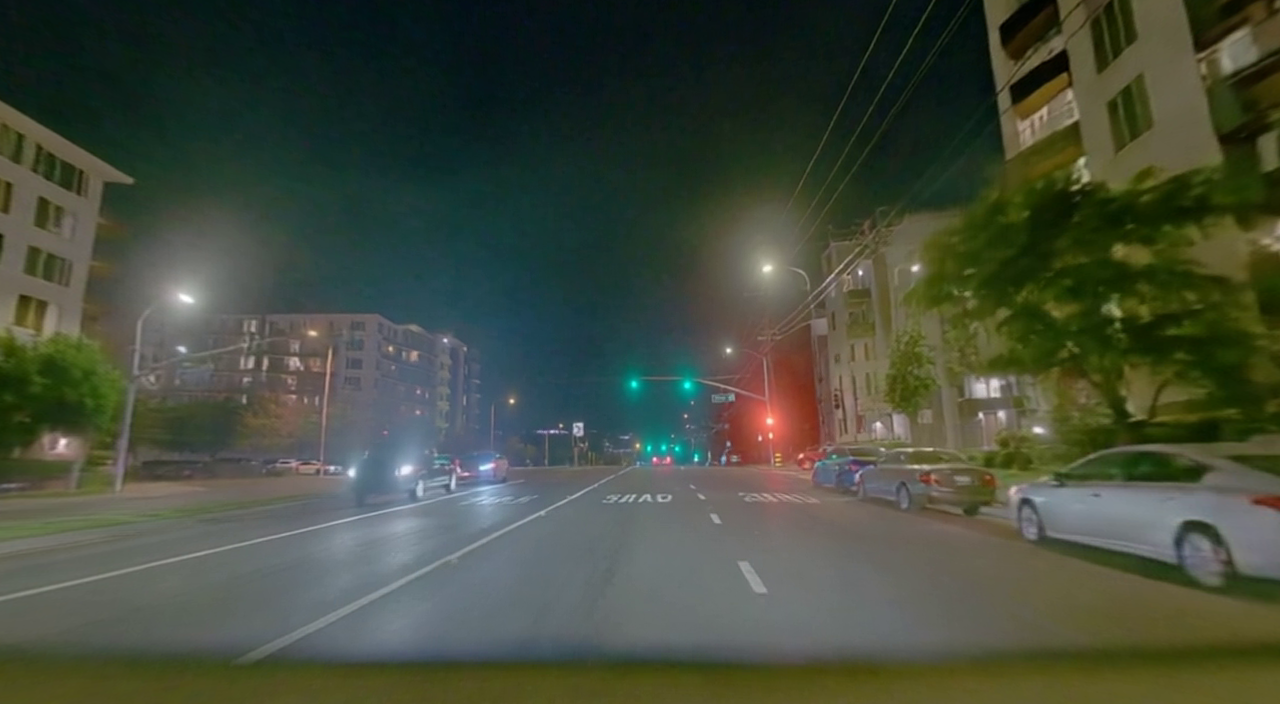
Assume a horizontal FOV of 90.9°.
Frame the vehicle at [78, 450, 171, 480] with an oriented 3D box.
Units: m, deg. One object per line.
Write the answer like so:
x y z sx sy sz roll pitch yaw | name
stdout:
-31.121 6.850 38.136 4.296 1.502 1.823 -5 -11 8 | vehicle

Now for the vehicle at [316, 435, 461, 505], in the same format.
-7.194 3.399 18.745 2.074 1.794 4.832 -1 -8 3 | vehicle

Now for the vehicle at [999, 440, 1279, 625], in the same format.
6.212 1.693 6.774 2.121 1.459 4.591 0 -8 2 | vehicle

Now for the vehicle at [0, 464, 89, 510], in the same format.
-22.897 4.854 22.767 1.846 1.489 4.409 -1 -8 3 | vehicle

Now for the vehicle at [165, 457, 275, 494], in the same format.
-19.298 5.675 29.259 1.895 1.452 4.483 -1 -8 3 | vehicle

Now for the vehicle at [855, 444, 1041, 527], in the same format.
6.305 2.741 13.653 1.839 1.461 4.645 0 -8 2 | vehicle

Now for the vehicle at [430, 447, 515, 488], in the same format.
-6.650 4.594 25.588 1.953 1.471 4.744 -1 -8 3 | vehicle
